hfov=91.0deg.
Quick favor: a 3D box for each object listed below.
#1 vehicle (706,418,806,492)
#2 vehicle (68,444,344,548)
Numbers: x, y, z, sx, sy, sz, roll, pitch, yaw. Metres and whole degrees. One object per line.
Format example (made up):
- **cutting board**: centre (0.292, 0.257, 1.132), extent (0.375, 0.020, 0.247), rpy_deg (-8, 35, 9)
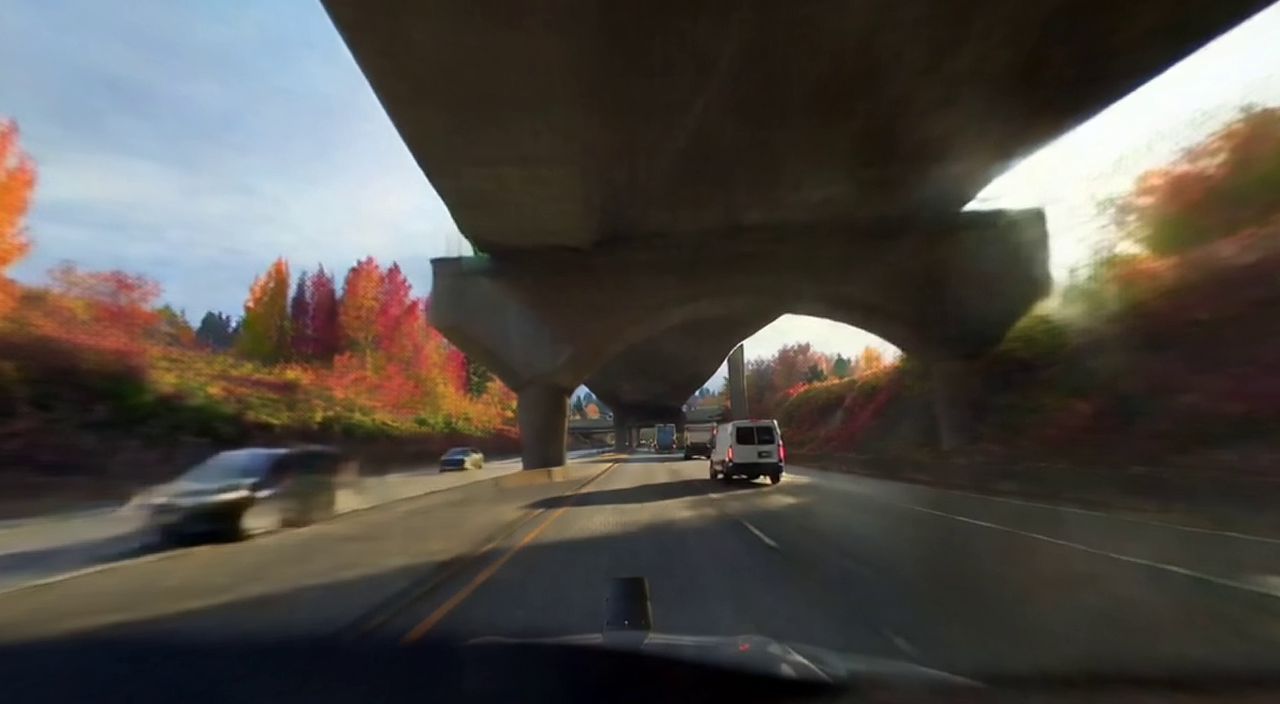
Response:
- **vehicle**: centre (3.633, 3.360, 20.846), extent (2.291, 2.112, 5.052), rpy_deg (0, -8, 0)
- **vehicle**: centre (-7.474, 2.450, 11.550), extent (1.872, 1.518, 4.401), rpy_deg (0, -8, 1)
